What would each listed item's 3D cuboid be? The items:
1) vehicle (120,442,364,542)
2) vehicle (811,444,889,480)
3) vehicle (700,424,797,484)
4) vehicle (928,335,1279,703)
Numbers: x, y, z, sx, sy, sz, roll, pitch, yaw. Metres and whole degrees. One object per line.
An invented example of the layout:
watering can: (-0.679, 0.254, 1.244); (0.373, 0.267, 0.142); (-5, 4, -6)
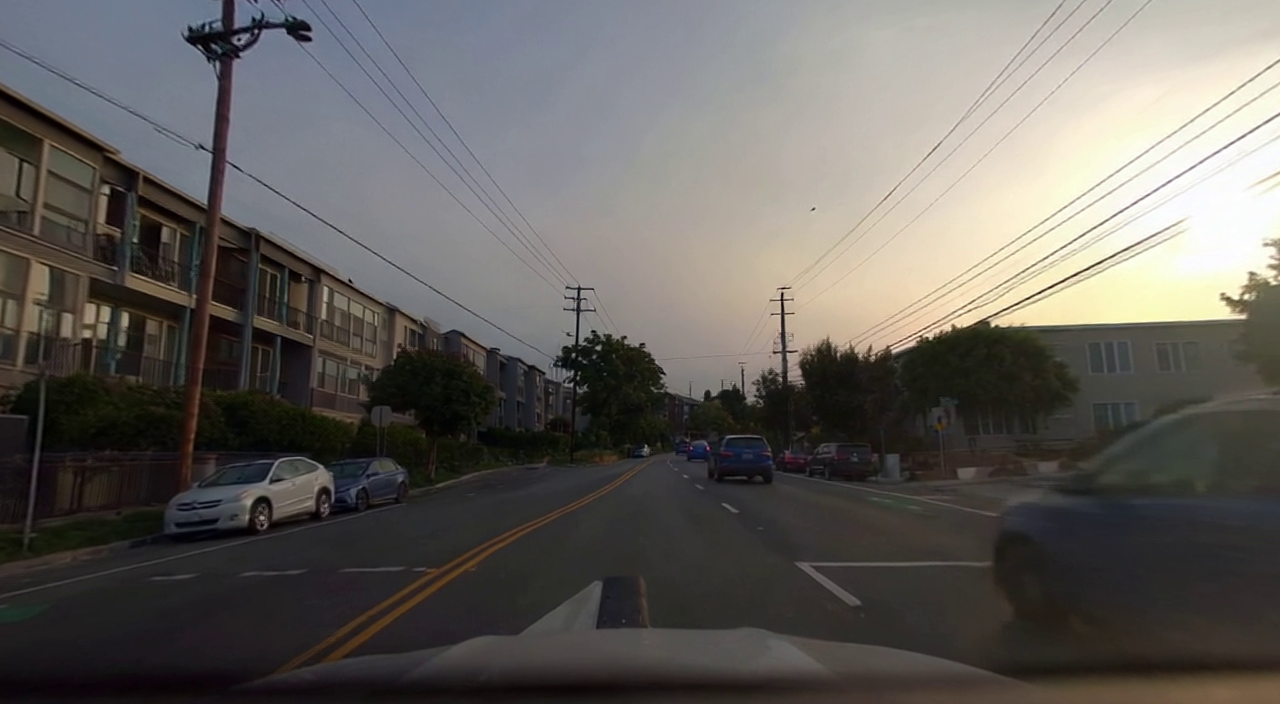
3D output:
vehicle: (-8.459, 2.960, 14.078); (2.381, 1.825, 4.652); (0, -8, 0)
vehicle: (9.418, 4.950, 28.602); (1.935, 1.478, 4.711); (0, -8, 0)
vehicle: (3.601, 3.541, 21.970); (2.368, 1.840, 4.896); (0, -8, -2)
vehicle: (3.520, 0.865, 2.727); (2.306, 1.719, 4.805); (0, -8, 1)
